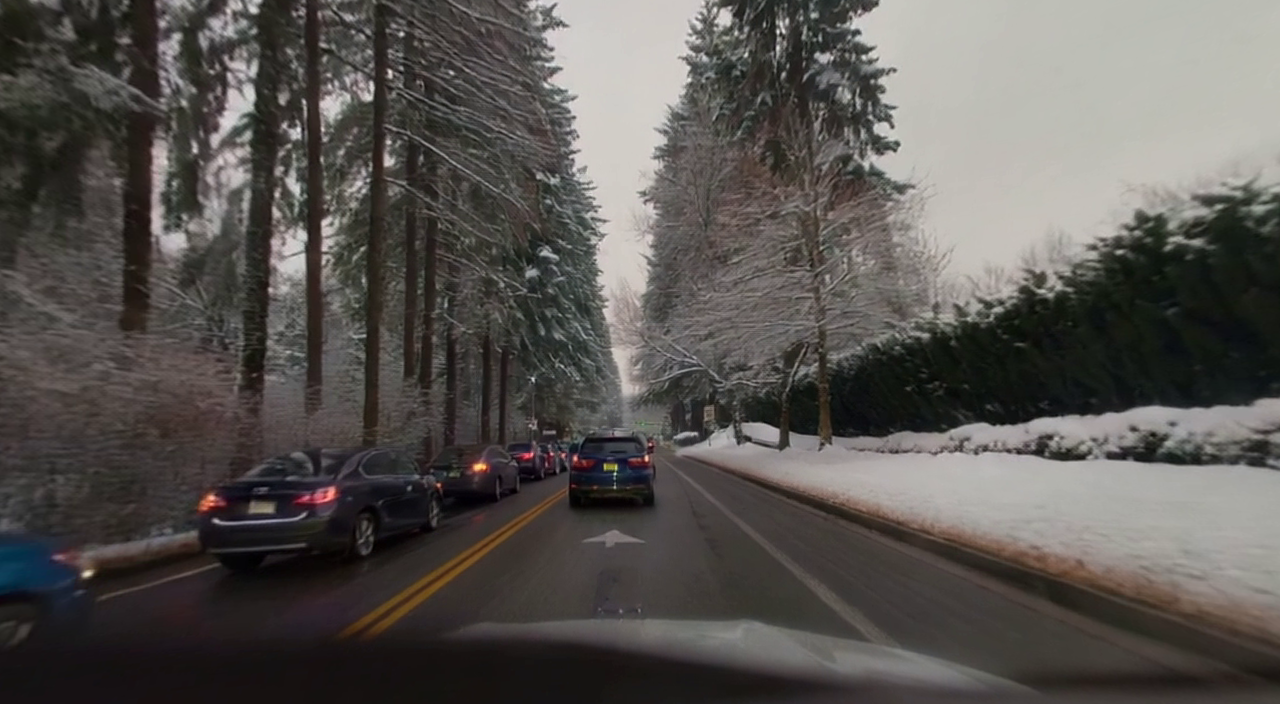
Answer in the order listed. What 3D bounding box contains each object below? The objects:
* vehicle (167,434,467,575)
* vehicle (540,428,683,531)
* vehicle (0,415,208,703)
[{"bbox_3d":[-3.847,1.848,8.515,1.784,1.408,4.141,0,-8,1],"label":"vehicle"},{"bbox_3d":[-0.460,2.203,11.538,2.127,1.517,4.090,0,-8,-1],"label":"vehicle"},{"bbox_3d":[-3.907,0.868,1.794,1.968,1.459,4.734,0,-8,1],"label":"vehicle"}]
